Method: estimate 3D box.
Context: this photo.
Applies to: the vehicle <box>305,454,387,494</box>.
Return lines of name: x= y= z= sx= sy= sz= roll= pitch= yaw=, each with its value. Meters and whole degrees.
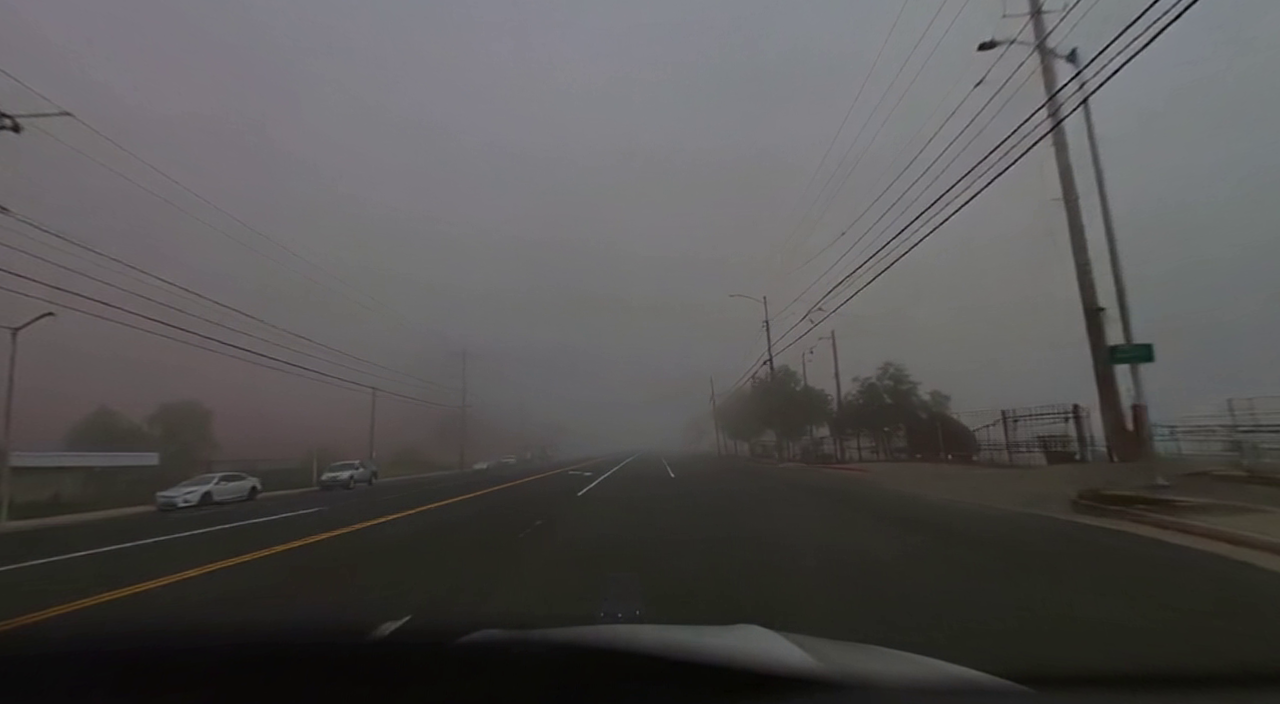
vehicle: x=-17.564 y=7.259 z=38.134 sx=2.228 sy=1.969 sz=5.694 roll=-6 pitch=-9 yaw=-1

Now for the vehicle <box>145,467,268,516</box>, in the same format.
vehicle: x=-17.595 y=5.650 z=25.995 sx=1.931 sy=1.501 sz=4.564 roll=-6 pitch=-9 yaw=-1
